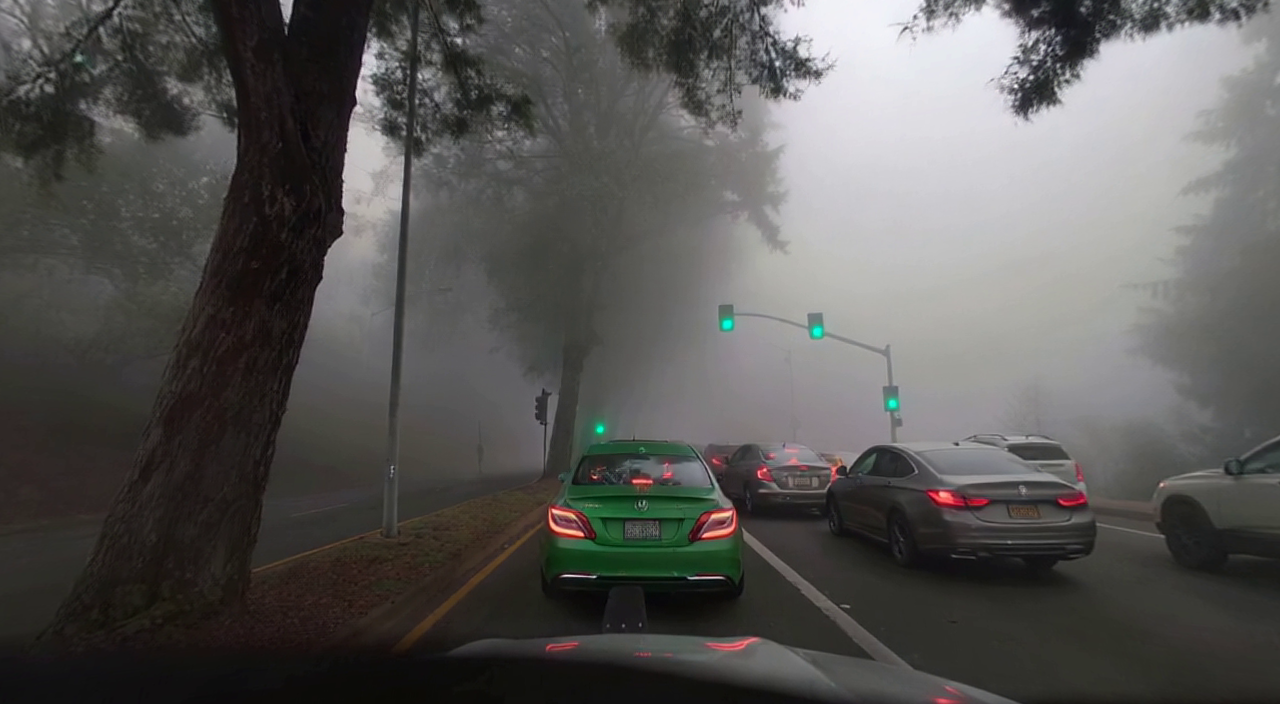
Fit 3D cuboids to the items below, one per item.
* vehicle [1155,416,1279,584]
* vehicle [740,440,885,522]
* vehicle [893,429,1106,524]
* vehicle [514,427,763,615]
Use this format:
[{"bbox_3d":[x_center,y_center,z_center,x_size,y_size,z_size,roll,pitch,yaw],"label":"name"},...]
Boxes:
[{"bbox_3d":[6.933,1.339,5.584,1.783,1.572,3.421,0,-9,1],"label":"vehicle"},{"bbox_3d":[3.529,2.725,13.868,1.934,1.494,4.446,0,-9,0],"label":"vehicle"},{"bbox_3d":[7.018,2.467,12.923,1.923,1.611,4.094,0,-9,0],"label":"vehicle"},{"bbox_3d":[0.007,1.685,7.135,2.015,1.502,3.898,0,-9,1],"label":"vehicle"}]
